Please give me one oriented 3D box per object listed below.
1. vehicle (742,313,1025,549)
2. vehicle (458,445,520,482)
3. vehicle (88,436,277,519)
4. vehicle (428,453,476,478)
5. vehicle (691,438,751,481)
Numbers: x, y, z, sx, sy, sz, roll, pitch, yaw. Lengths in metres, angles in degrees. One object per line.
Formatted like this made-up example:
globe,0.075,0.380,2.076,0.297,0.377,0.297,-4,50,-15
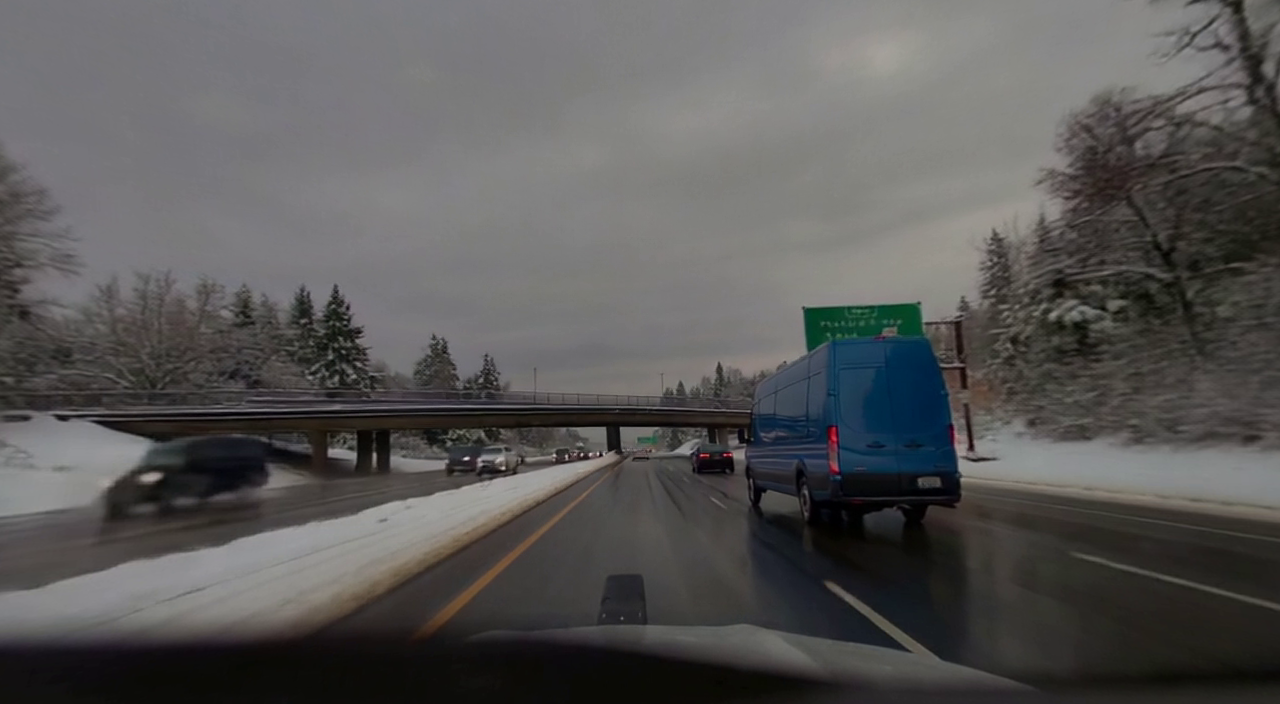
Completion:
vehicle,3.783,1.555,11.929,2.460,3.155,6.902,0,-9,-1
vehicle,-8.014,5.995,34.173,1.909,1.821,5.661,0,-9,1
vehicle,-14.611,3.991,20.709,2.215,2.322,5.175,0,-9,0
vehicle,-11.298,6.822,38.115,1.629,1.339,4.110,0,-9,0
vehicle,3.516,4.769,28.147,2.009,1.731,4.149,0,-9,-1
